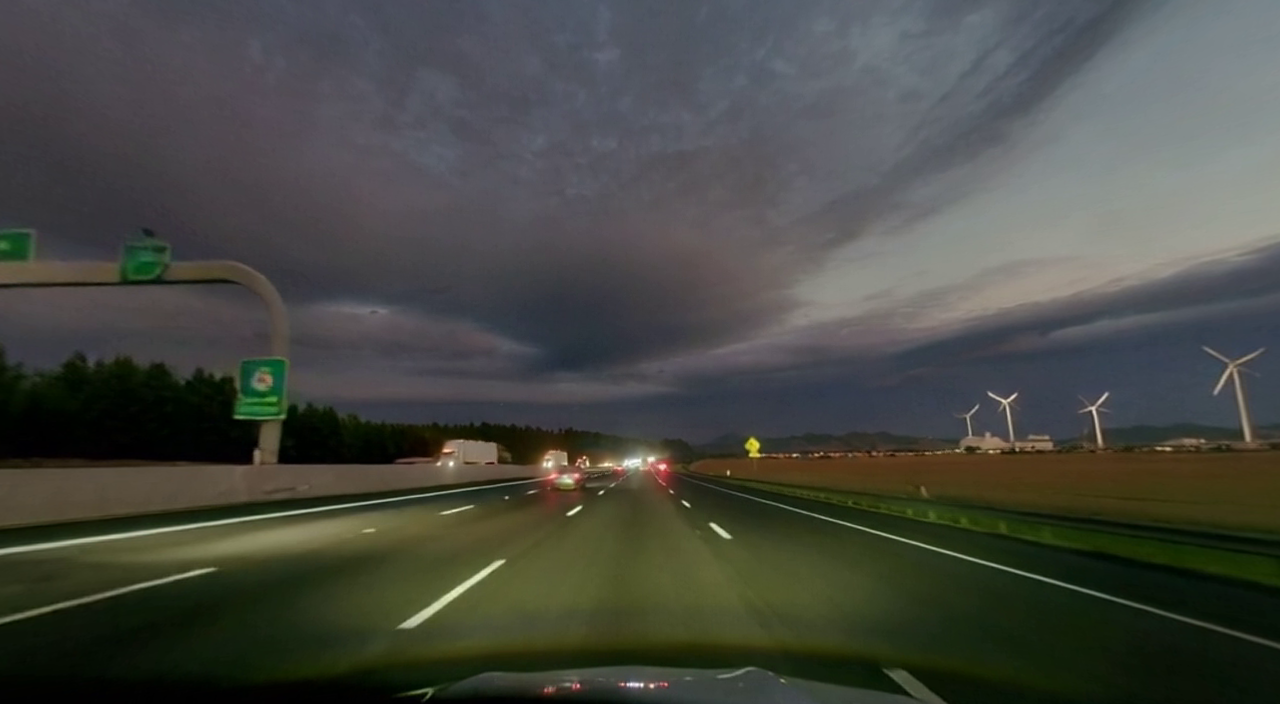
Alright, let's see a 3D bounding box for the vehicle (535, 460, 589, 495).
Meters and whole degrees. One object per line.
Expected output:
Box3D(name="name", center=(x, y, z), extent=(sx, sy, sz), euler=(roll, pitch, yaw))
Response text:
Box3D(name="vehicle", center=(-3.676, 6.037, 30.584), extent=(2.039, 1.505, 4.843), euler=(1, -10, 0))
